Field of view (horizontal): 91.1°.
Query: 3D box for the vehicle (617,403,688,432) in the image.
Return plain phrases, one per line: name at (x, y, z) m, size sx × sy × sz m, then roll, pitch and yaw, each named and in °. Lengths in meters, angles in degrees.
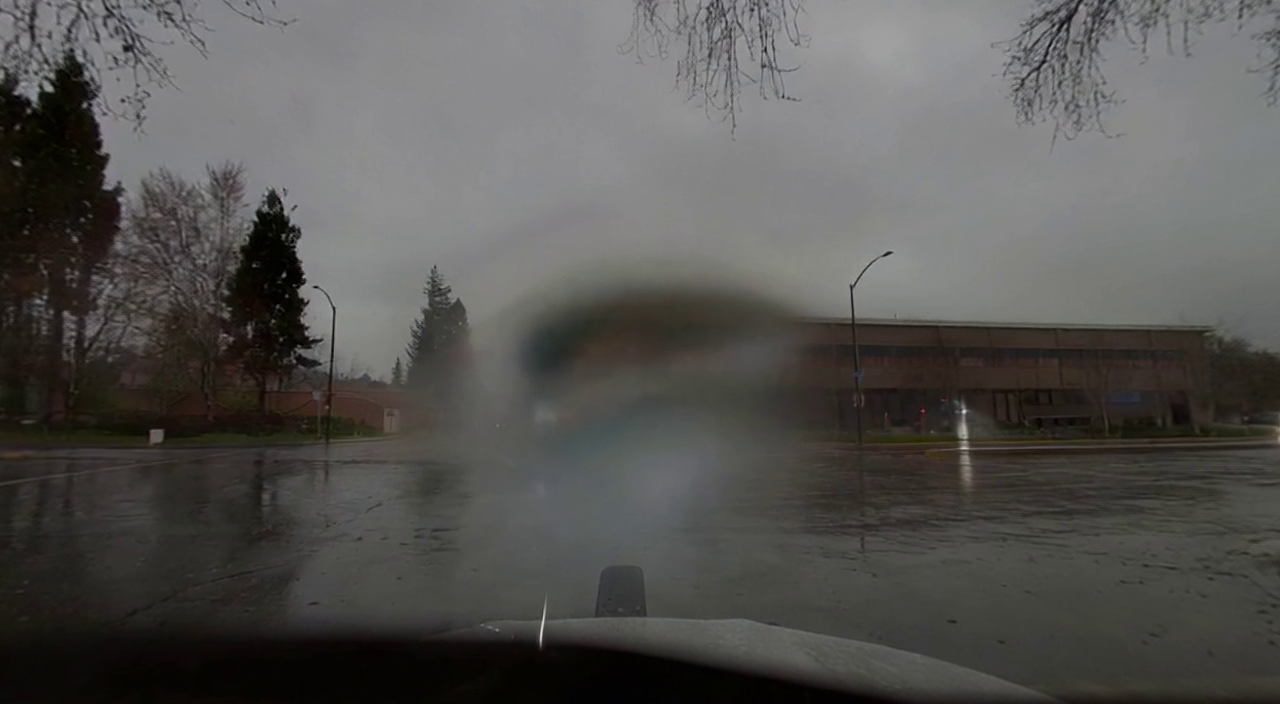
vehicle at (0.819, 4.780, 45.316) m, size 2.435 × 1.858 × 5.585 m, roll 5°, pitch -10°, yaw -32°
